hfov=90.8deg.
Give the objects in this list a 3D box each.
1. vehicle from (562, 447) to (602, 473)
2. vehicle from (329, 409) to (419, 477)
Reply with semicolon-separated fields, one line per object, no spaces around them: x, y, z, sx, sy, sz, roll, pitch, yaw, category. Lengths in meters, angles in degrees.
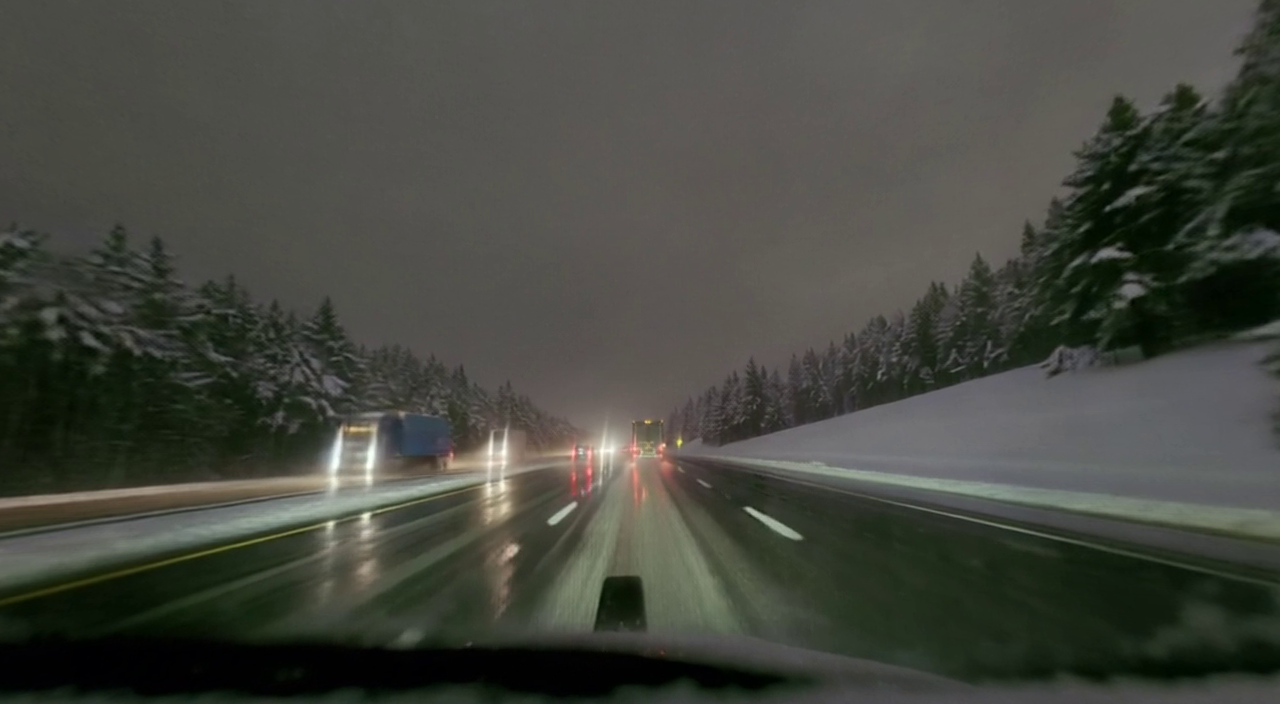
-3.400;6.390;37.478;1.955;1.438;4.100;0;-9;0;vehicle
-16.428;5.718;39.463;2.942;3.882;5.832;-1;-9;1;vehicle
